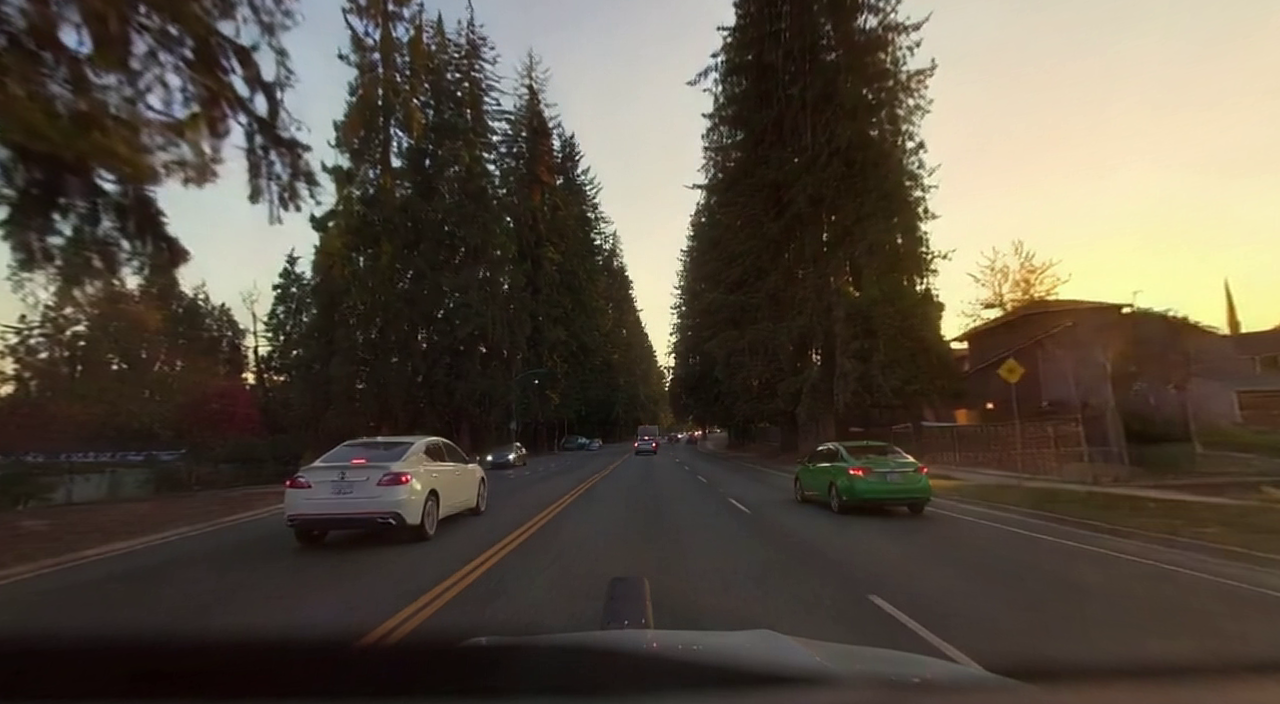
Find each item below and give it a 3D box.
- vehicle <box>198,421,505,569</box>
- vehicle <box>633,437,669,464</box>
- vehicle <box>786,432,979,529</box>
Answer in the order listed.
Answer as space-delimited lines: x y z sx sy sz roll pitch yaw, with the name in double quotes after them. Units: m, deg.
-3.630 1.847 9.258 2.162 1.546 4.889 -1 -7 1 "vehicle"
0.675 6.268 40.559 2.206 1.525 4.695 -1 -7 0 "vehicle"
4.309 2.289 12.124 1.943 1.471 4.515 -1 -7 0 "vehicle"
